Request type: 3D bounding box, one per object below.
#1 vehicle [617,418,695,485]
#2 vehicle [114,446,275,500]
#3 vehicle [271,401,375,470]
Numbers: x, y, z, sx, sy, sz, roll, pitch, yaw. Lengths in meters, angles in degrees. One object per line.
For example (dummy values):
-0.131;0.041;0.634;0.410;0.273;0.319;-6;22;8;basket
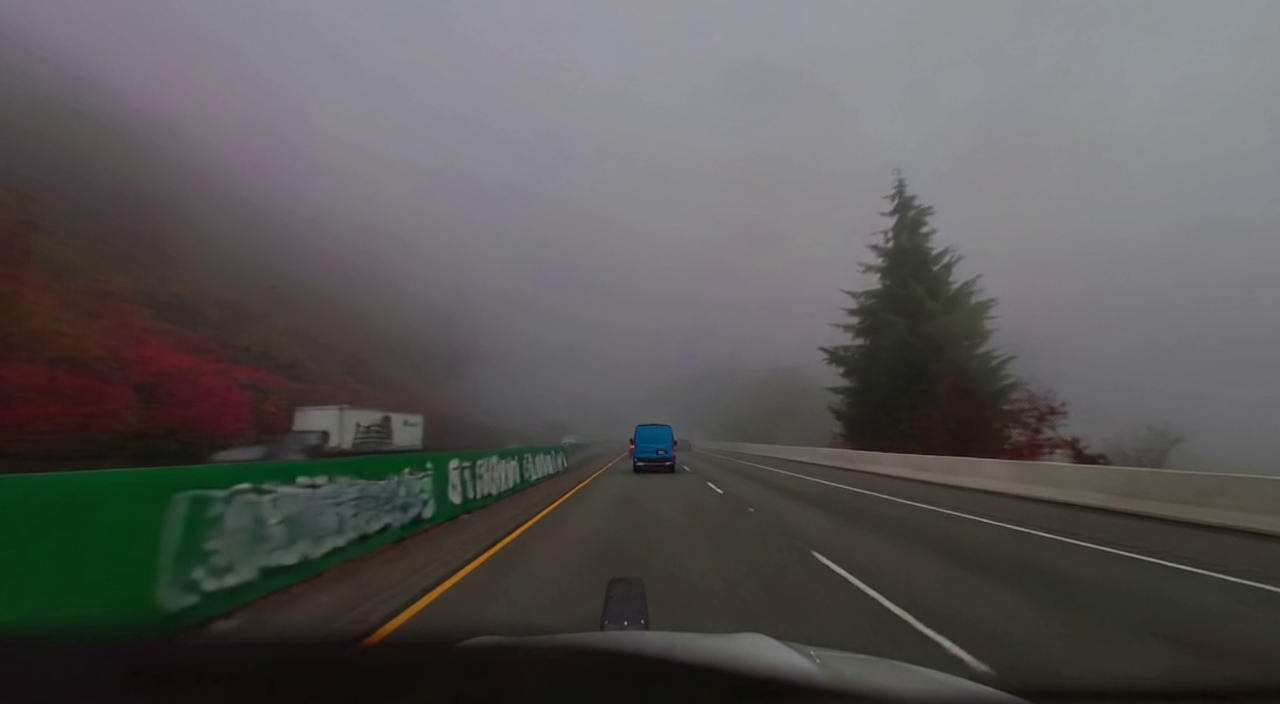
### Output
0.478;3.241;20.710;2.283;1.956;4.421;0;-8;0;vehicle
-14.794;4.001;21.322;1.960;1.565;4.781;0;-8;0;vehicle
-20.430;5.507;41.093;2.976;4.117;6.443;0;-8;3;vehicle
